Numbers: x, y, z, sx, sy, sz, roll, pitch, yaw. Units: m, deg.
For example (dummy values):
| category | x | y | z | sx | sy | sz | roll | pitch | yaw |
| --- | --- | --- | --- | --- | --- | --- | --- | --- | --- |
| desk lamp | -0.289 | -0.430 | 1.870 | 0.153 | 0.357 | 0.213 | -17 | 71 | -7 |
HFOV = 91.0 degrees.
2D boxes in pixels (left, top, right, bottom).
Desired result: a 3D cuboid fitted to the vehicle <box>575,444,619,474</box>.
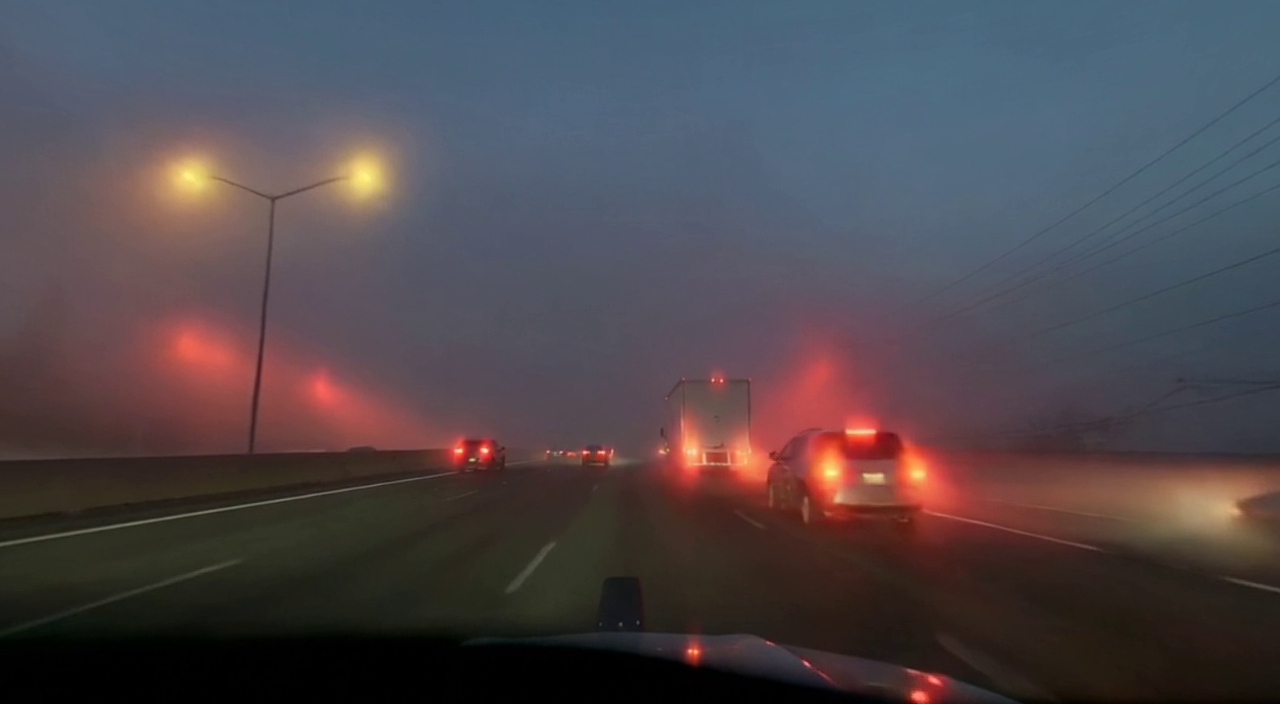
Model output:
| category | x | y | z | sx | sy | sz | roll | pitch | yaw |
| --- | --- | --- | --- | --- | --- | --- | --- | --- | --- |
| vehicle | -2.264 | 5.784 | 34.197 | 2.060 | 1.508 | 4.308 | 0 | -8 | 0 |

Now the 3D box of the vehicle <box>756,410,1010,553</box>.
| category | x | y | z | sx | sy | sz | roll | pitch | yaw |
| --- | --- | --- | --- | --- | --- | --- | --- | --- | --- |
| vehicle | 3.519 | 1.997 | 10.403 | 2.182 | 1.782 | 4.800 | 0 | -9 | -1 |

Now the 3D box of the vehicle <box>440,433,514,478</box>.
| category | x | y | z | sx | sy | sz | roll | pitch | yaw |
| --- | --- | --- | --- | --- | --- | --- | --- | --- | --- |
| vehicle | -7.217 | 4.638 | 28.491 | 2.147 | 1.825 | 4.602 | 0 | -9 | -1 |

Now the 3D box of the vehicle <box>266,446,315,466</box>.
| category | x | y | z | sx | sy | sz | roll | pitch | yaw |
| --- | --- | --- | --- | --- | --- | --- | --- | --- | --- |
| vehicle | -26.573 | 7.915 | 47.995 | 1.613 | 1.449 | 3.631 | 1 | -9 | 0 |

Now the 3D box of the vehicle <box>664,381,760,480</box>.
| category | x | y | z | sx | sy | sz | roll | pitch | yaw |
| --- | --- | --- | --- | --- | --- | --- | --- | --- | --- |
| vehicle | 3.106 | 4.006 | 31.143 | 3.045 | 3.923 | 11.834 | 0 | -9 | -1 |
